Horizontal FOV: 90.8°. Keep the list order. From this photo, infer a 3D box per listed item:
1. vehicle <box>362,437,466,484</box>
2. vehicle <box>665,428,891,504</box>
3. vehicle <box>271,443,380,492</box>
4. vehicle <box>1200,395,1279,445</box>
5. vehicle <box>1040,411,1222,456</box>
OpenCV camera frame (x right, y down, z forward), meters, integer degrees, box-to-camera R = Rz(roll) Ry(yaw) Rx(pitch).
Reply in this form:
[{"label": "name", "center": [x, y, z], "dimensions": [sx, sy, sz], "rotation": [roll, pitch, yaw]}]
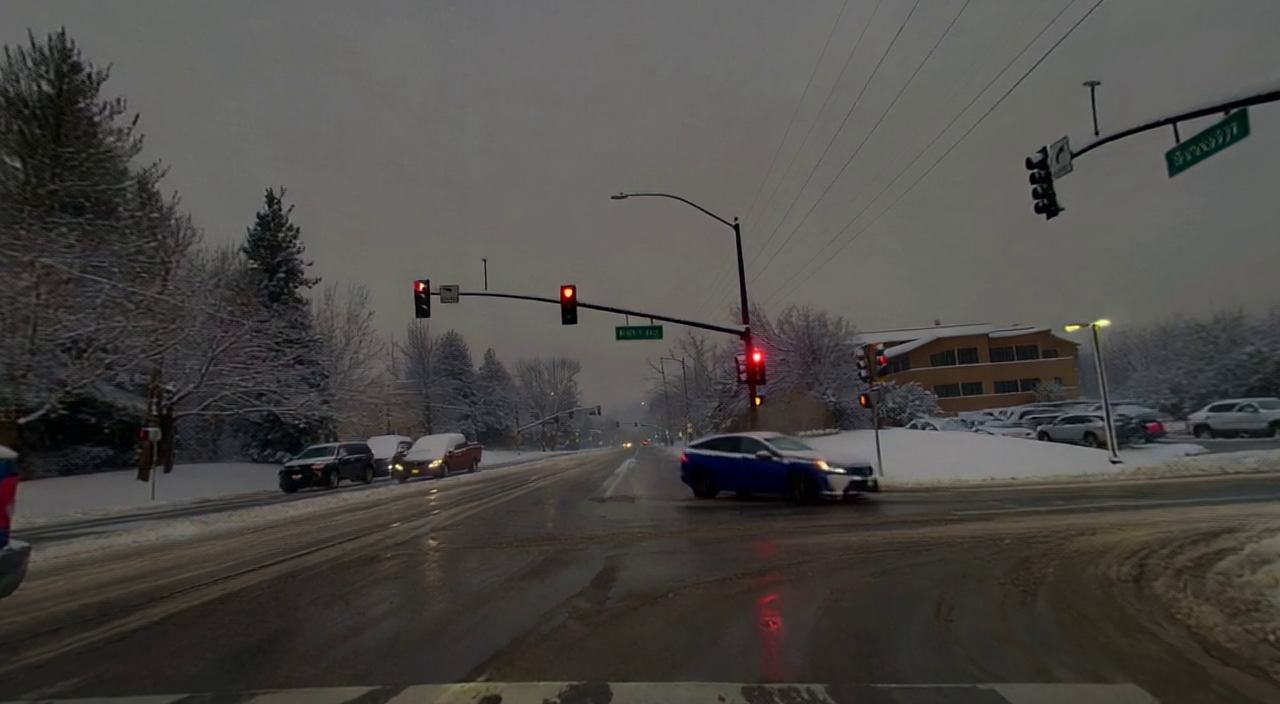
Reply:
[{"label": "vehicle", "center": [-10.129, 4.922, 28.984], "dimensions": [2.664, 1.940, 5.702], "rotation": [0, -9, 0]}, {"label": "vehicle", "center": [3.088, 2.560, 14.506], "dimensions": [4.592, 1.470, 2.071], "rotation": [-6, -10, 32]}, {"label": "vehicle", "center": [-13.761, 5.063, 28.070], "dimensions": [2.306, 1.957, 4.968], "rotation": [0, -9, -1]}, {"label": "vehicle", "center": [25.216, 2.884, 25.880], "dimensions": [2.098, 1.857, 4.861], "rotation": [-5, -10, 27]}, {"label": "vehicle", "center": [16.955, 2.900, 22.100], "dimensions": [4.560, 1.453, 1.851], "rotation": [-3, -9, 18]}]
